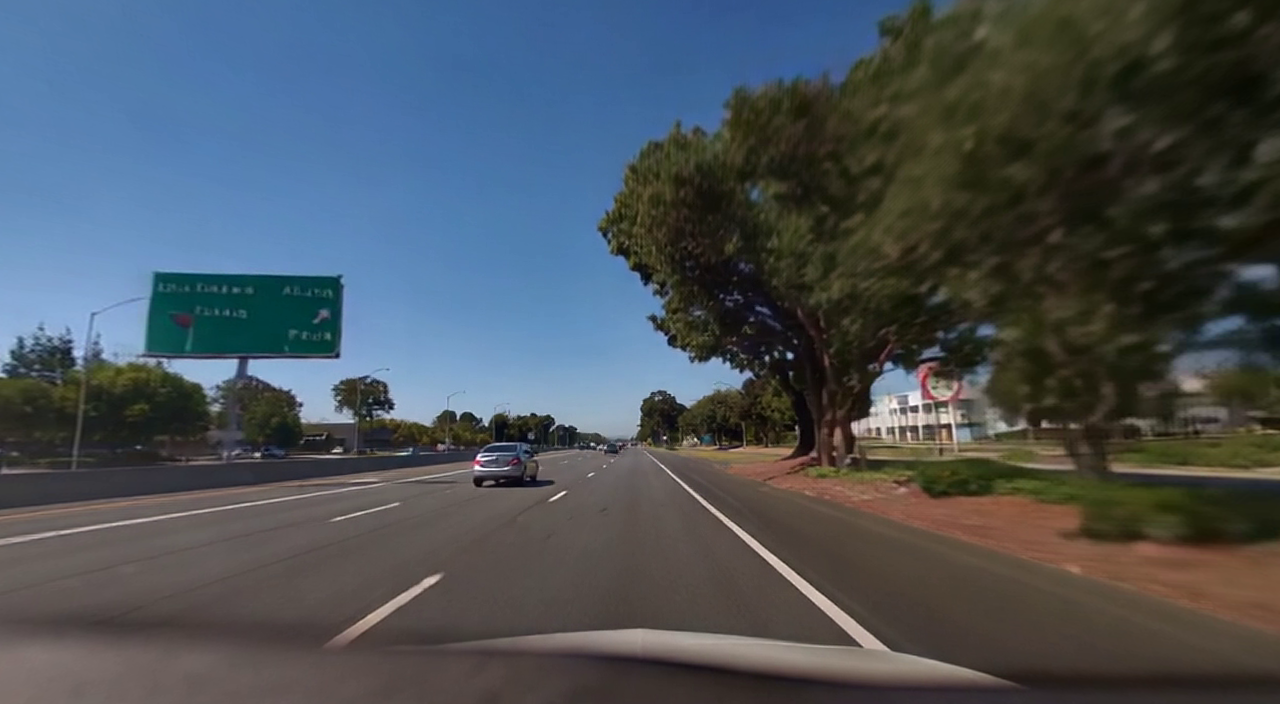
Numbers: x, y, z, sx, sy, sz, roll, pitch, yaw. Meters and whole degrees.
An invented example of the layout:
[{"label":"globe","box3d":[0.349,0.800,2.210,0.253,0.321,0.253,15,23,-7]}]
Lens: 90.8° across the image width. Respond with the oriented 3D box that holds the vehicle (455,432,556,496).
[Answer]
[{"label":"vehicle","box3d":[-4.073,3.461,20.047,2.150,1.761,4.697,0,-8,0]}]
